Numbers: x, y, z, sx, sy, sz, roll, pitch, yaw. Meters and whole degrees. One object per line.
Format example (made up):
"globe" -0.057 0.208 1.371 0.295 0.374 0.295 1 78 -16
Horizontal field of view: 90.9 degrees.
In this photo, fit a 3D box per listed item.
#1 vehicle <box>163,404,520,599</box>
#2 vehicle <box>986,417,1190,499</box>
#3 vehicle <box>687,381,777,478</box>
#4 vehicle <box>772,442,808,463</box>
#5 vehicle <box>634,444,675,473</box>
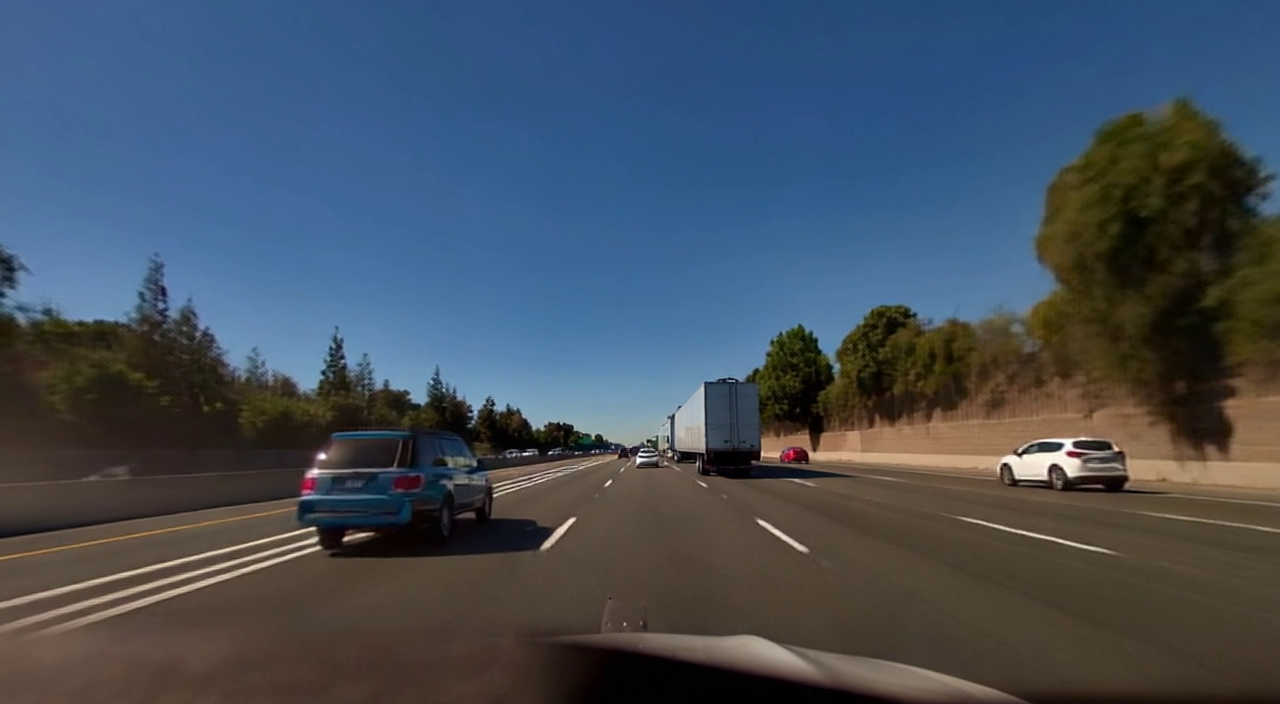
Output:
"vehicle" -3.151 1.705 8.069 2.237 1.745 4.575 0 -9 1
"vehicle" 11.235 2.699 16.331 2.041 1.824 4.376 0 -9 0
"vehicle" 4.362 4.206 33.041 2.821 4.077 12.562 0 -9 0
"vehicle" 11.600 7.821 48.991 1.876 1.552 3.640 0 -9 0
"vehicle" 0.713 5.780 34.359 2.063 1.469 4.208 0 -9 -1
